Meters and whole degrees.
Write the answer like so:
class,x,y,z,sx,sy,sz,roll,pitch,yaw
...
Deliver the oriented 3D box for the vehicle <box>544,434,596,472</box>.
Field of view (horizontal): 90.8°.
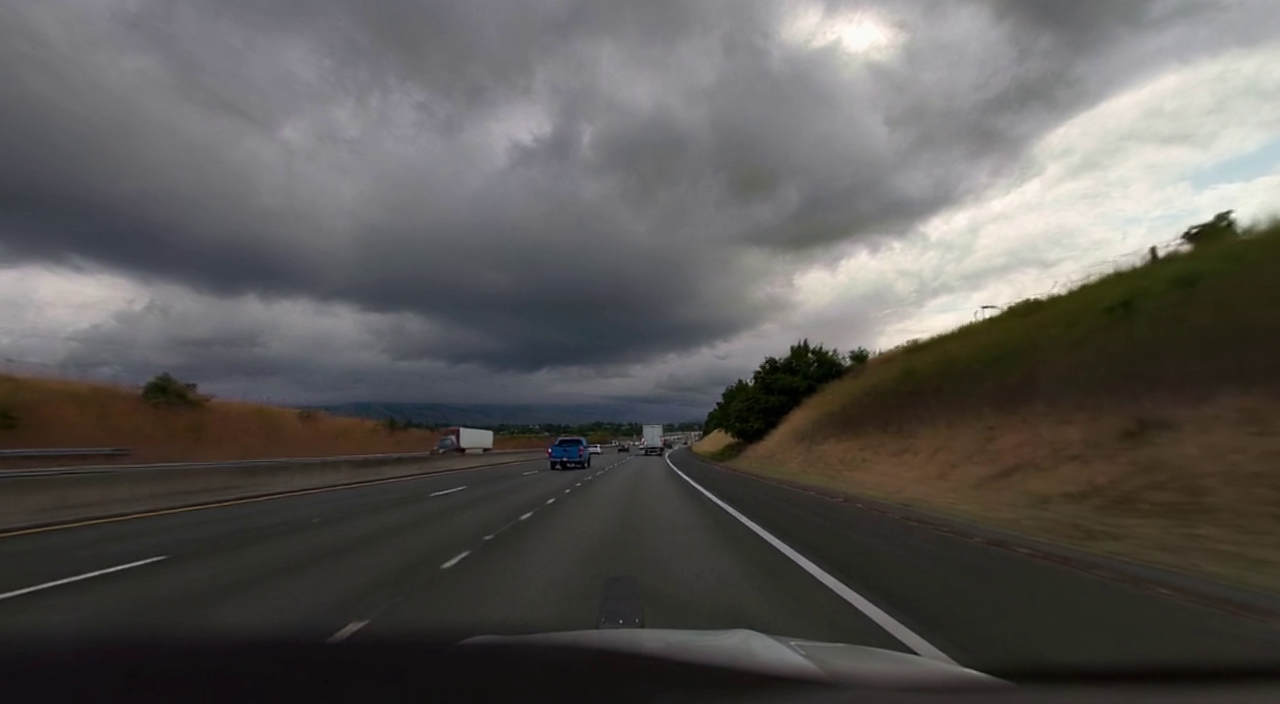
class,x,y,z,sx,sy,sz,roll,pitch,yaw
vehicle,-3.781,5.568,34.935,2.216,1.949,5.237,0,-9,1
